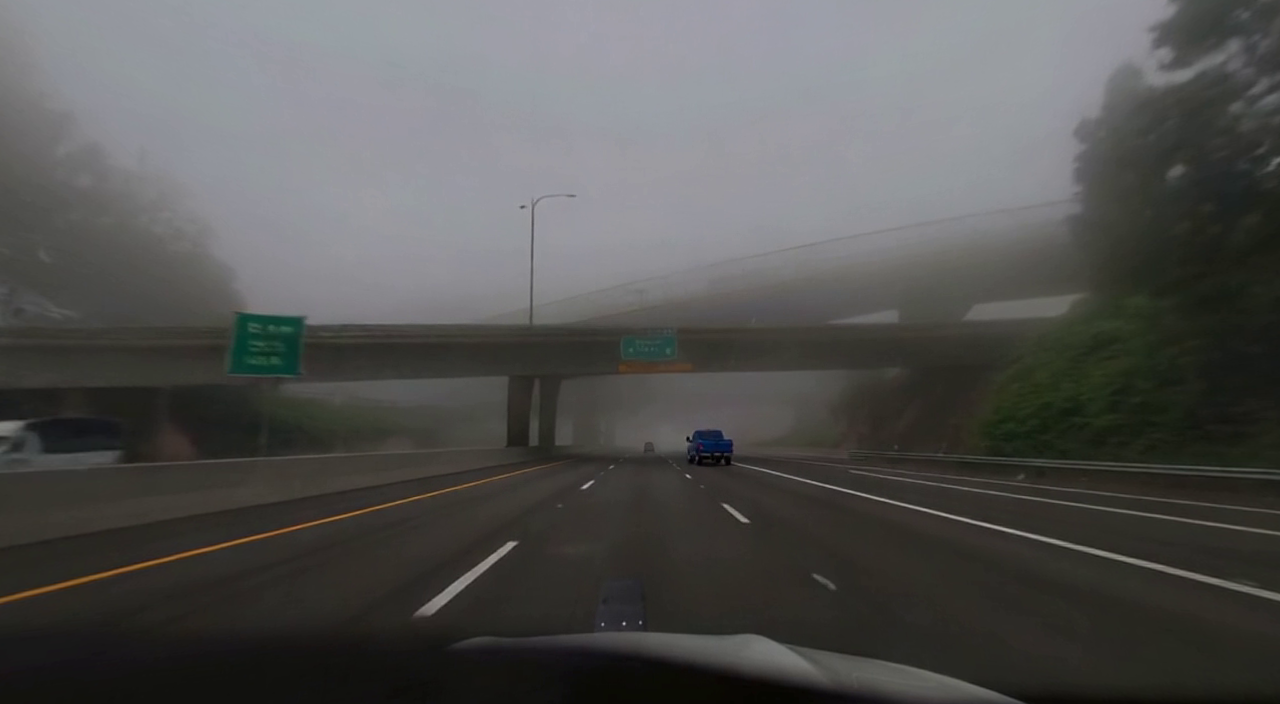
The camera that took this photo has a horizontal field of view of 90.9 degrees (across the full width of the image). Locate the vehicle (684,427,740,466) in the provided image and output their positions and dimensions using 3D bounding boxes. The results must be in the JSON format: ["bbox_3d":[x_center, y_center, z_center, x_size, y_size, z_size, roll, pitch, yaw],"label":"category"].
[{"bbox_3d":[4.021,5.426,36.171,2.505,2.020,5.532,0,-8,0],"label":"vehicle"}]
